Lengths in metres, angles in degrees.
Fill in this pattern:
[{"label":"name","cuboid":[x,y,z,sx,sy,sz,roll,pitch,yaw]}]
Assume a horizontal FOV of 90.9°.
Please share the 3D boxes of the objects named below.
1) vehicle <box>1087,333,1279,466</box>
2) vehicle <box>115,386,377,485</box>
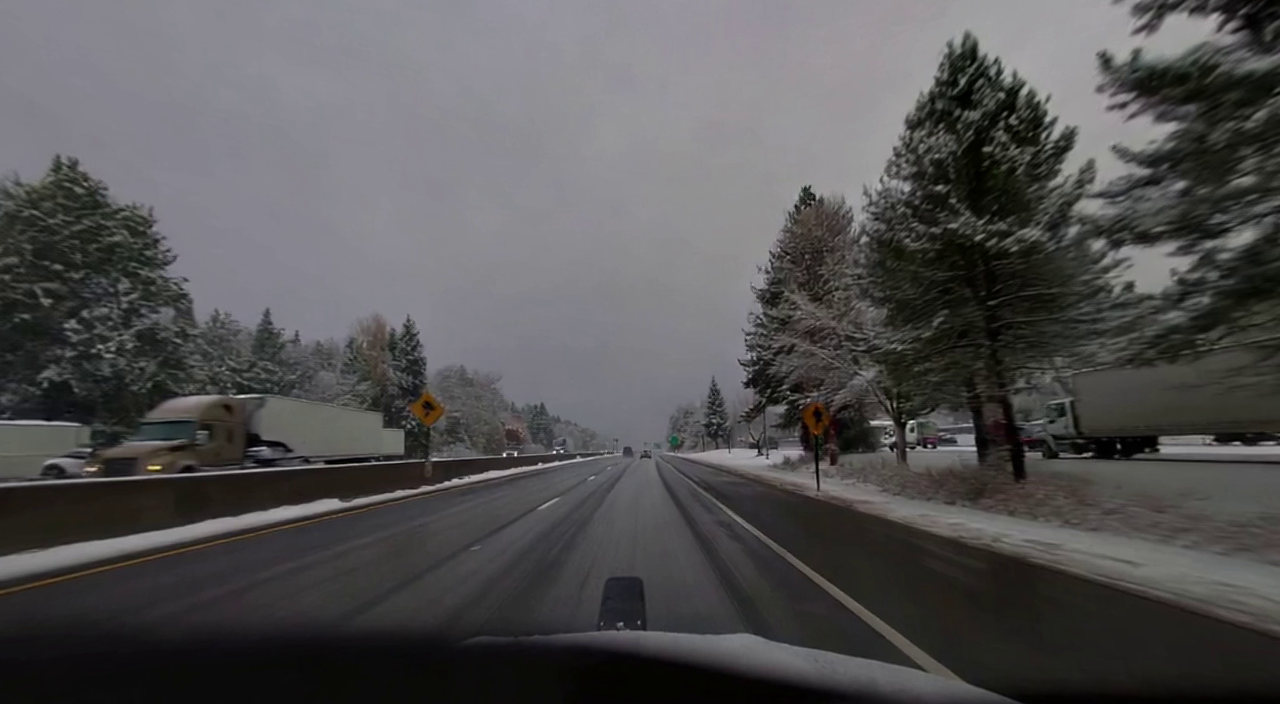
[{"label":"vehicle","cuboid":[21.015,1.653,20.610,2.847,4.027,13.284,0,-9,-1]},{"label":"vehicle","cuboid":[-18.084,4.340,31.586,2.913,3.702,15.781,0,-9,0]}]
